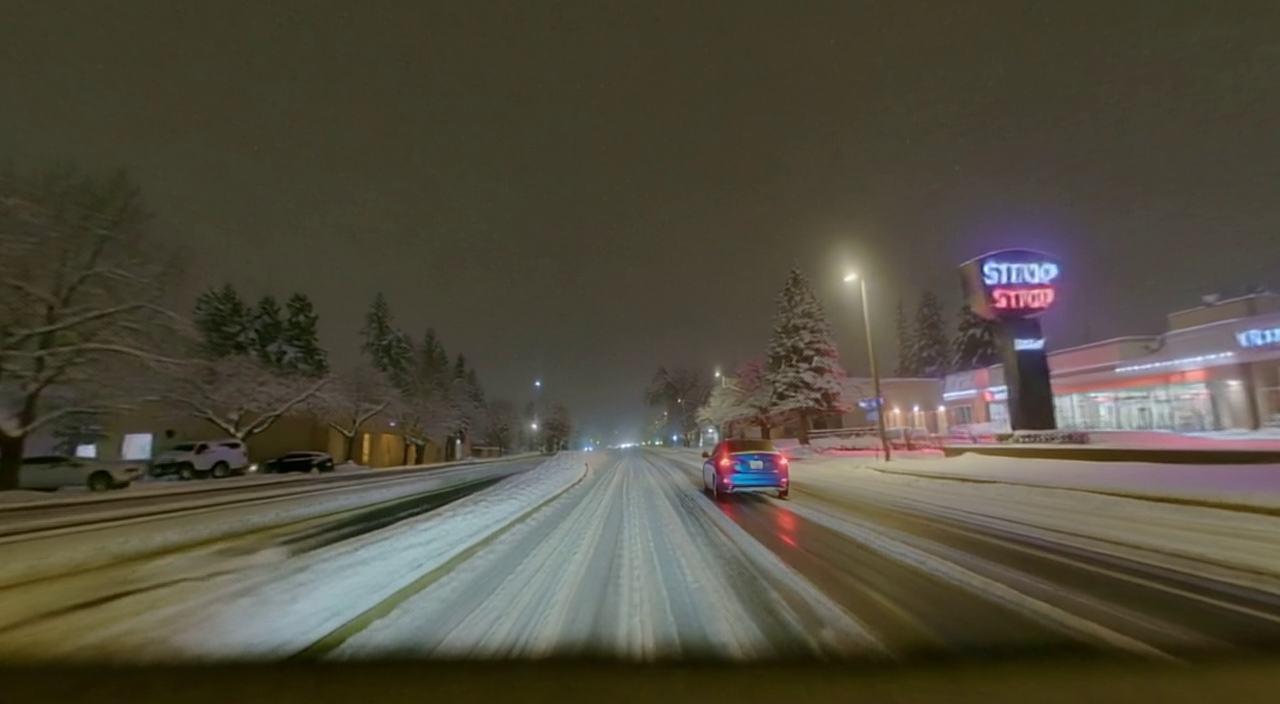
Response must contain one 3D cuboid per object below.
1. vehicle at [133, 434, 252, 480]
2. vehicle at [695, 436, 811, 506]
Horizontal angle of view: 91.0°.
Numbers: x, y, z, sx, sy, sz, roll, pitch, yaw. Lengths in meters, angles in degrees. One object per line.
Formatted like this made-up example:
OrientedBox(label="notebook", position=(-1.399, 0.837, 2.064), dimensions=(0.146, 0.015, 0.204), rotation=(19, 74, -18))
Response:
OrientedBox(label="vehicle", position=(-28.229, 6.643, 40.030), dimensions=(5.802, 2.743, 2.245), rotation=(5, -10, -32))
OrientedBox(label="vehicle", position=(2.646, 2.915, 15.877), dimensions=(2.015, 1.479, 4.444), rotation=(0, -9, -1))
